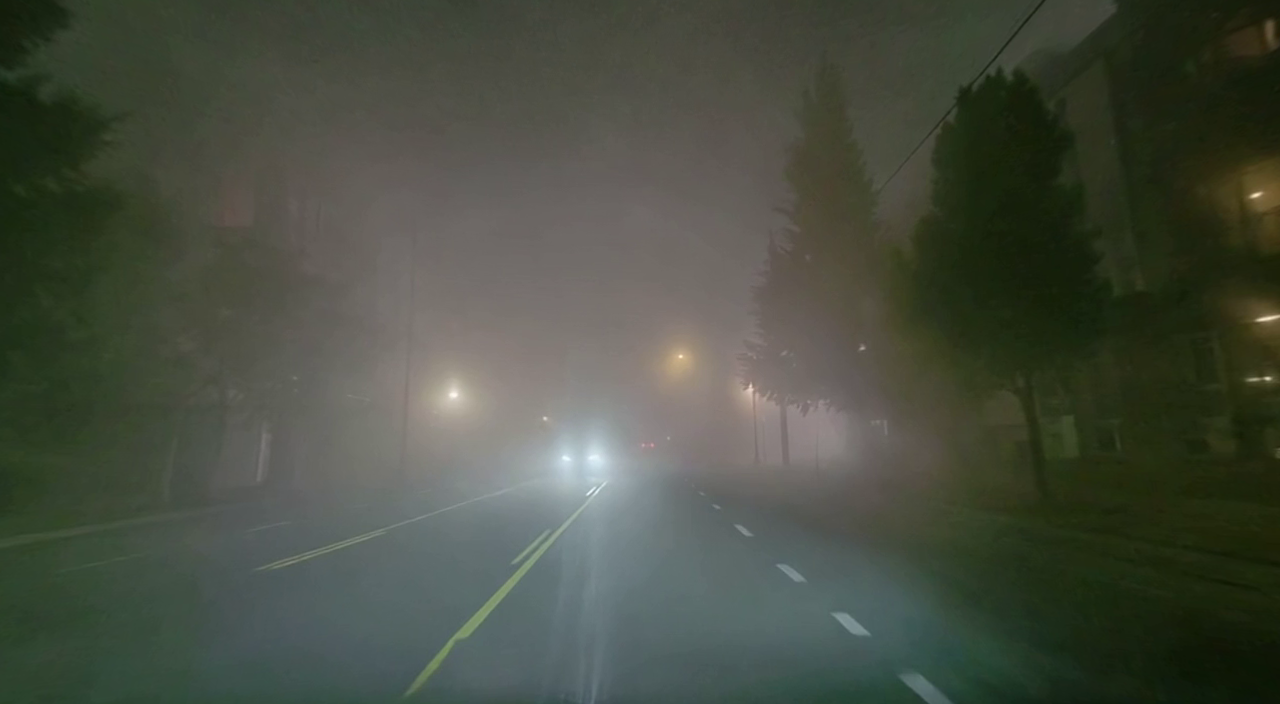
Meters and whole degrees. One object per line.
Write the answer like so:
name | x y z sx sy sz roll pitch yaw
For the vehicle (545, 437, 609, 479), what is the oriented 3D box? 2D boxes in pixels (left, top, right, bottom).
vehicle | -2.756 4.797 28.652 2.332 1.732 4.463 0 -8 1
